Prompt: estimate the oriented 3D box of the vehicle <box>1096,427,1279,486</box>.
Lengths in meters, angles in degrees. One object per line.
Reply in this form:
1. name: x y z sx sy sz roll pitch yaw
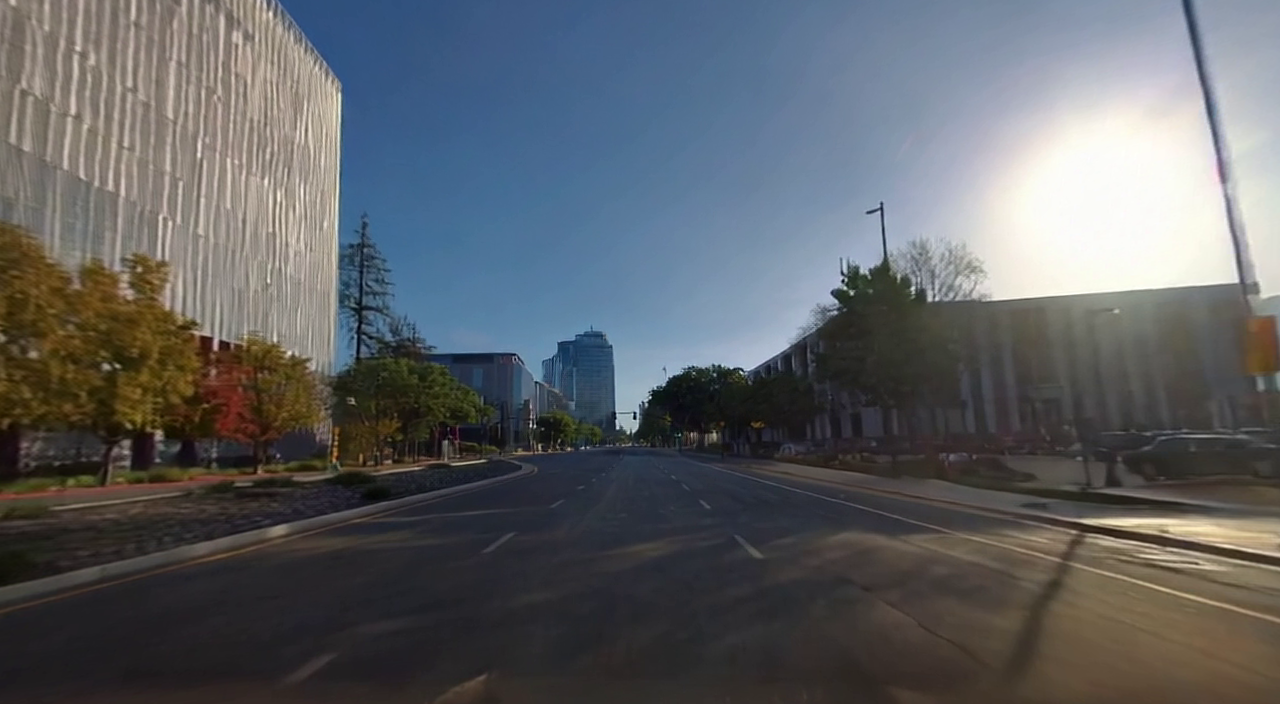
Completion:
1. vehicle: 17.485 3.231 19.689 4.938 1.729 2.098 0 -9 -3
